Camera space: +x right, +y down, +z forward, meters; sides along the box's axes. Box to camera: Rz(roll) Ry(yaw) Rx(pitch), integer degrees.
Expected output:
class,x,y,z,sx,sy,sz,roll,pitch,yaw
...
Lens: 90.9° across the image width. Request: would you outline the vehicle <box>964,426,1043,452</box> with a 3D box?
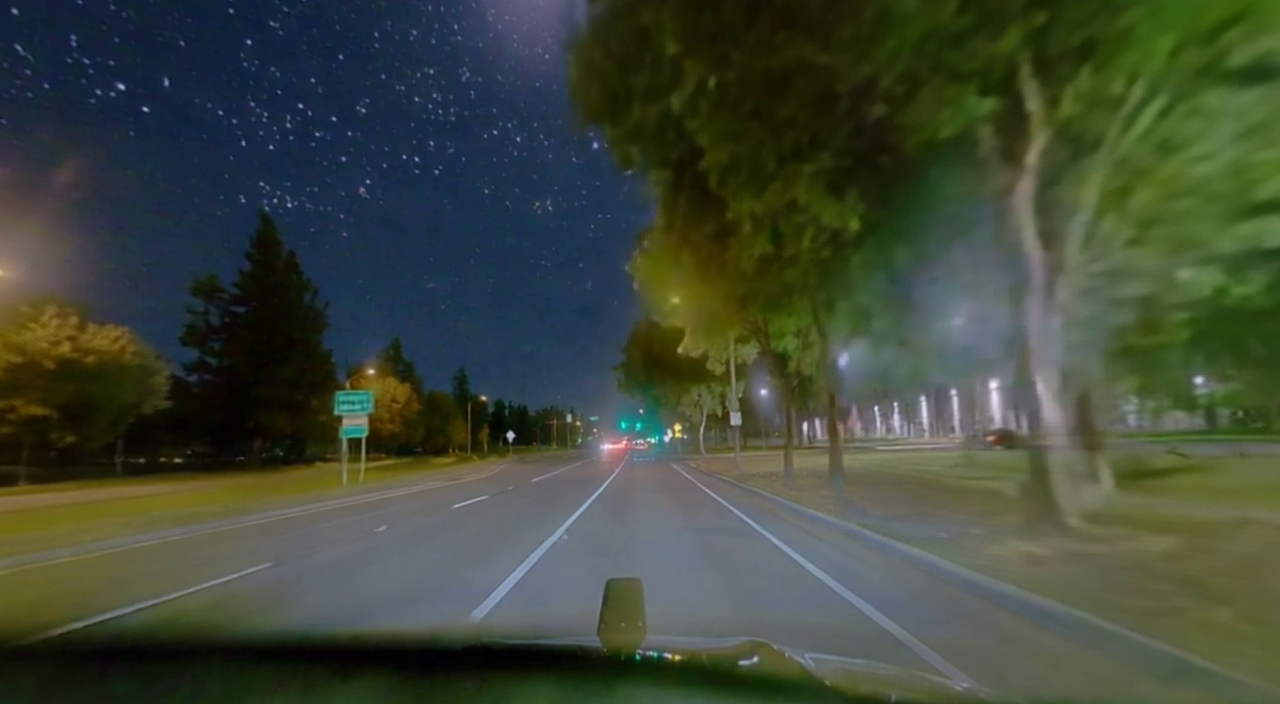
class,x,y,z,sx,sy,sz,roll,pitch,yaw
vehicle,25.854,6.207,44.947,4.384,1.682,1.866,-2,-9,2
